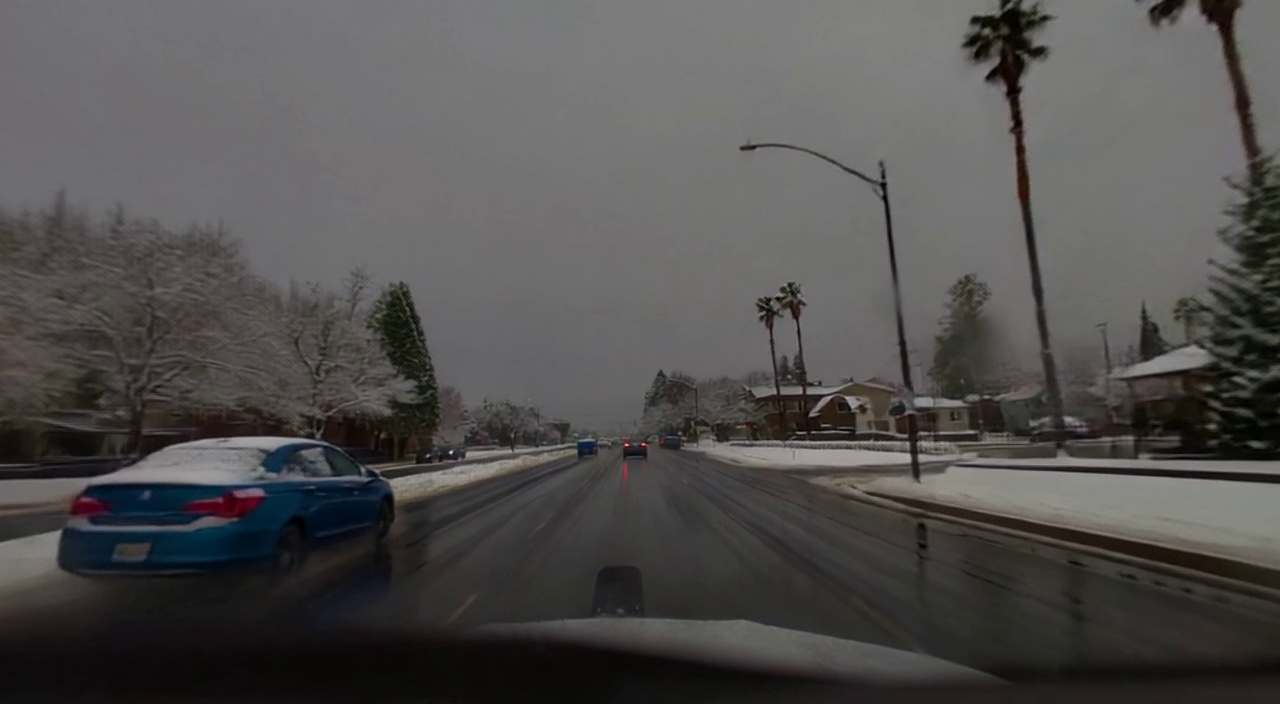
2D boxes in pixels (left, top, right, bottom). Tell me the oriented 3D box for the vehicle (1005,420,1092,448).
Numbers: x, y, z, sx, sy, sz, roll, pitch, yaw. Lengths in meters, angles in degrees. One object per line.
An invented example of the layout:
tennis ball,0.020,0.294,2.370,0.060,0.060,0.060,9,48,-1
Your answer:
vehicle,23.711,4.810,36.850,1.754,1.504,4.090,2,-9,-14

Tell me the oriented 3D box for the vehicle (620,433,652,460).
vehicle,-0.287,6.414,42.865,2.043,1.734,4.253,0,-8,-1

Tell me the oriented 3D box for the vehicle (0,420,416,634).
vehicle,-4.014,1.542,6.693,1.844,1.451,4.543,0,-8,-3

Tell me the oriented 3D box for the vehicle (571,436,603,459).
vehicle,-3.800,6.936,45.910,2.000,1.569,3.794,0,-8,-1

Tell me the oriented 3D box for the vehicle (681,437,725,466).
vehicle,3.346,5.397,34.368,1.830,1.451,4.009,0,-8,-2
